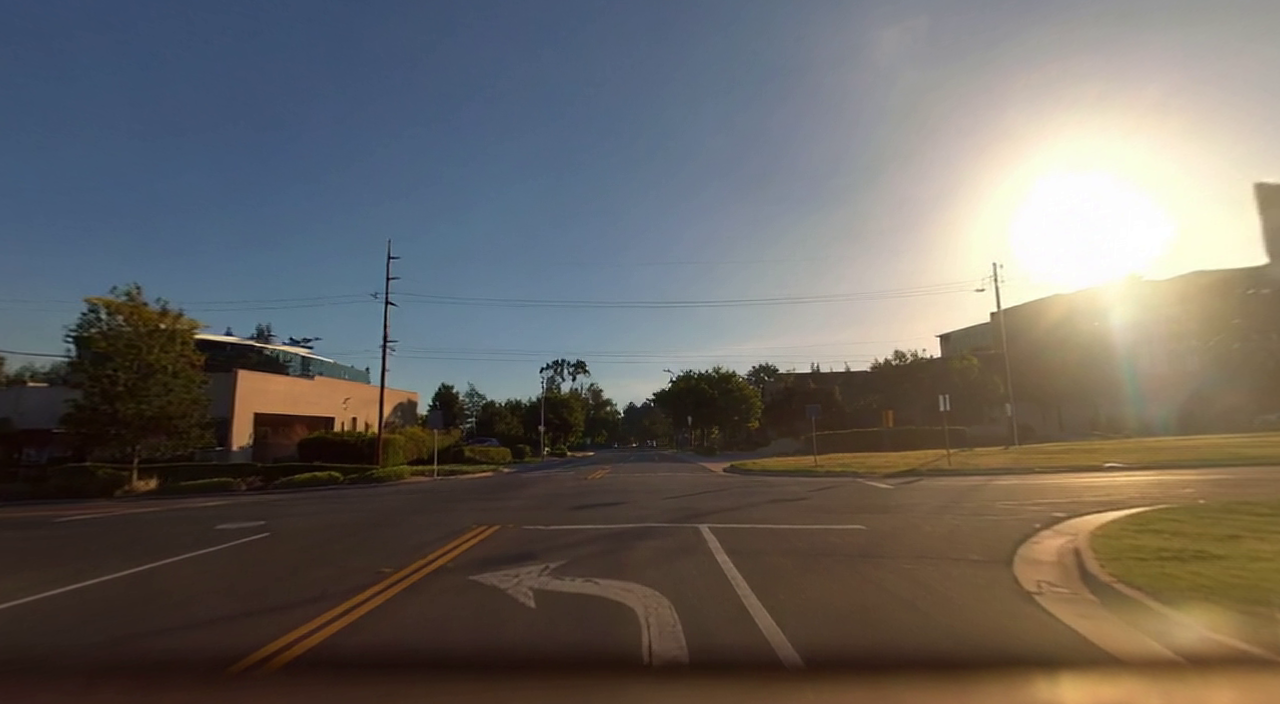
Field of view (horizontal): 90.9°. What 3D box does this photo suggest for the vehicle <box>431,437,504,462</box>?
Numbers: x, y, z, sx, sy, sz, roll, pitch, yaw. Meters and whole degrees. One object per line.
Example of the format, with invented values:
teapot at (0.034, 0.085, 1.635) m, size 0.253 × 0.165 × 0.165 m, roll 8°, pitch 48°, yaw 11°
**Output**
vehicle at (-12.669, 7.144, 46.418) m, size 4.702 × 1.761 × 1.978 m, roll 0°, pitch -8°, yaw 3°
